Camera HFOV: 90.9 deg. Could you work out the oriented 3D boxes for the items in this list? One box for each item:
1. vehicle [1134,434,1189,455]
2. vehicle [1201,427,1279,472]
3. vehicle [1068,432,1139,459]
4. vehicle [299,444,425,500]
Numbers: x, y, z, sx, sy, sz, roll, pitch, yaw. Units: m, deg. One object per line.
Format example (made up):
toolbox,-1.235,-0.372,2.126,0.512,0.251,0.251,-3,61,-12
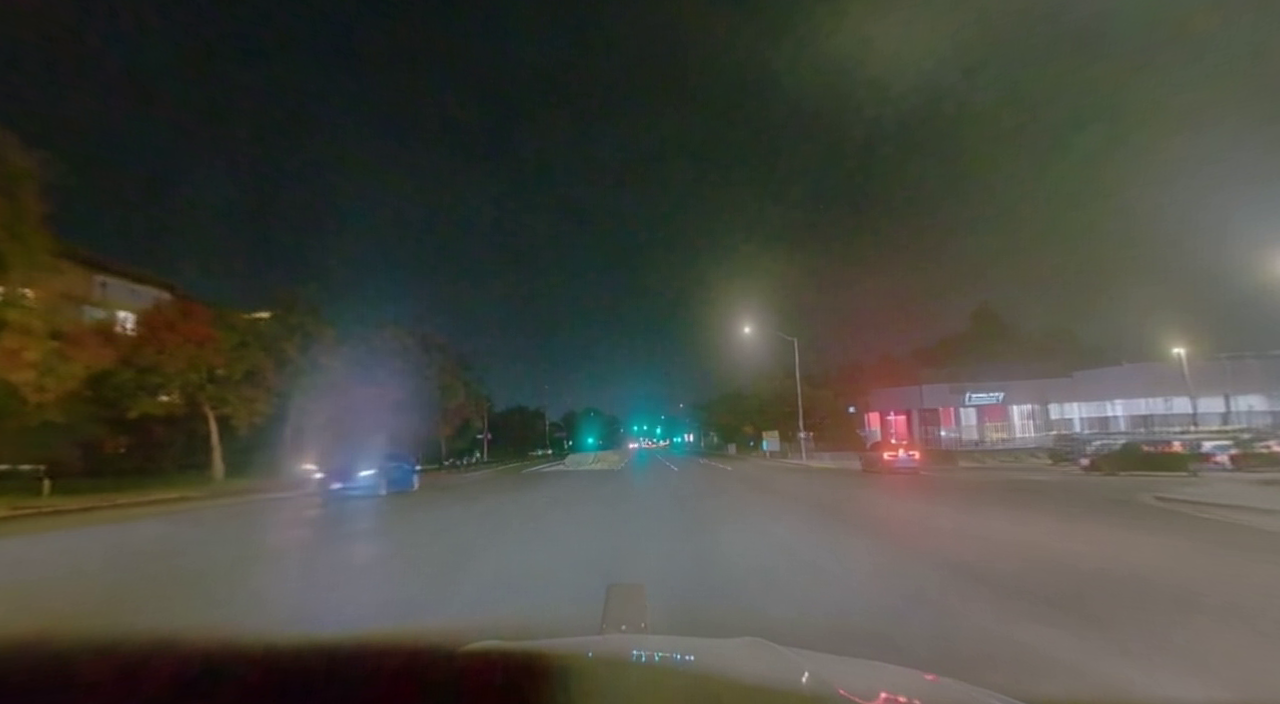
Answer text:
vehicle,38.571,6.819,46.550,3.920,1.437,1.914,5,-10,-33
vehicle,24.882,3.931,25.598,4.512,1.648,1.938,6,-10,-34
vehicle,30.172,6.075,40.961,5.036,1.698,2.031,6,-10,-34
vehicle,-8.283,3.580,19.234,1.911,1.499,4.032,0,-8,2
